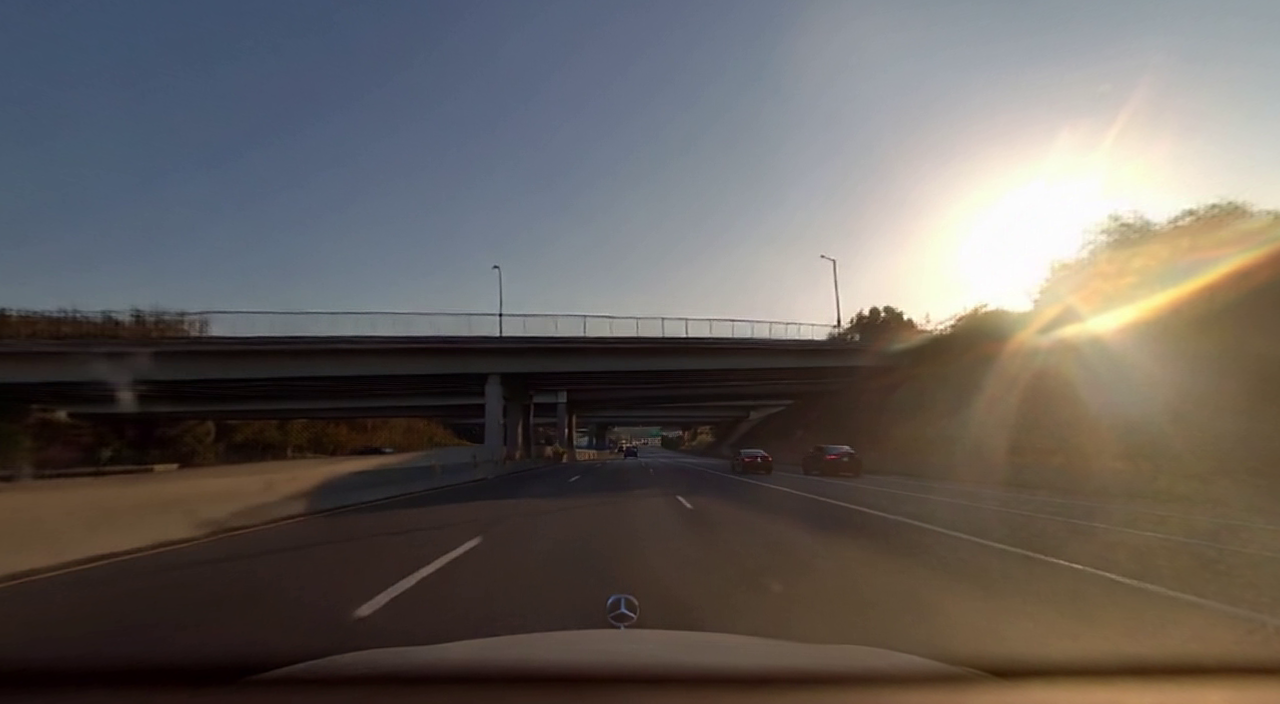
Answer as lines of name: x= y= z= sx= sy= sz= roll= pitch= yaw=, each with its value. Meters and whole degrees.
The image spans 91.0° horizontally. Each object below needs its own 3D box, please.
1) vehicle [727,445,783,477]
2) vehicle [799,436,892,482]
vehicle: x=5.972 y=5.727 z=33.269 sx=2.053 sy=1.553 sz=4.463 roll=0 pitch=-9 yaw=-1
vehicle: x=9.533 y=5.013 z=29.896 sx=2.387 sy=1.936 sz=5.646 roll=0 pitch=-9 yaw=-2
